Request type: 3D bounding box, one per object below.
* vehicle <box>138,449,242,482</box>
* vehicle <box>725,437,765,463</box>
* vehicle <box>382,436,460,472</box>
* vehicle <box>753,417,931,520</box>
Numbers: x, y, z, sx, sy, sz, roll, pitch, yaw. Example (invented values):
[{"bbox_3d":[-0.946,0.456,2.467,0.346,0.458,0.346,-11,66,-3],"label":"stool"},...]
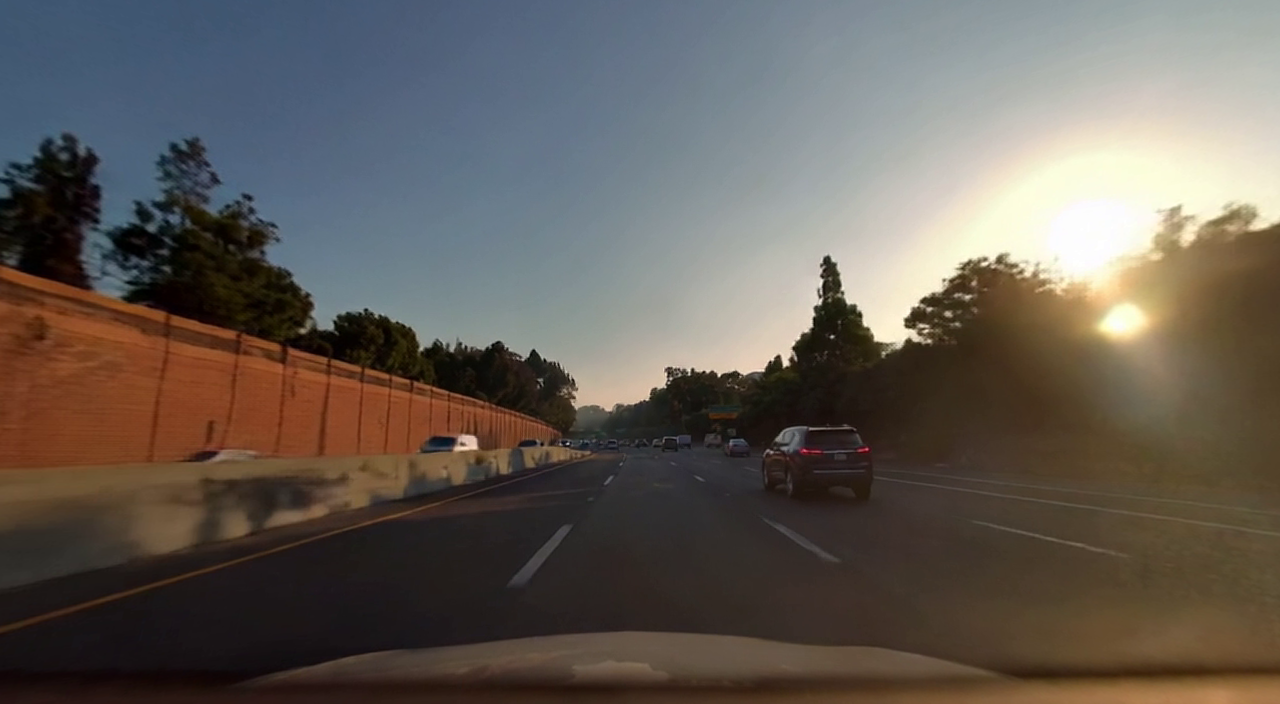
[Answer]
[{"bbox_3d":[-21.687,5.440,30.636,1.788,1.445,4.425,0,-8,0],"label":"vehicle"},{"bbox_3d":[7.663,7.181,46.356,2.066,1.795,4.674,0,-8,-1],"label":"vehicle"},{"bbox_3d":[-10.771,5.053,31.452,2.082,1.662,4.798,0,-8,1],"label":"vehicle"},{"bbox_3d":[3.971,2.391,13.433,2.190,1.783,4.637,0,-8,-1],"label":"vehicle"}]
